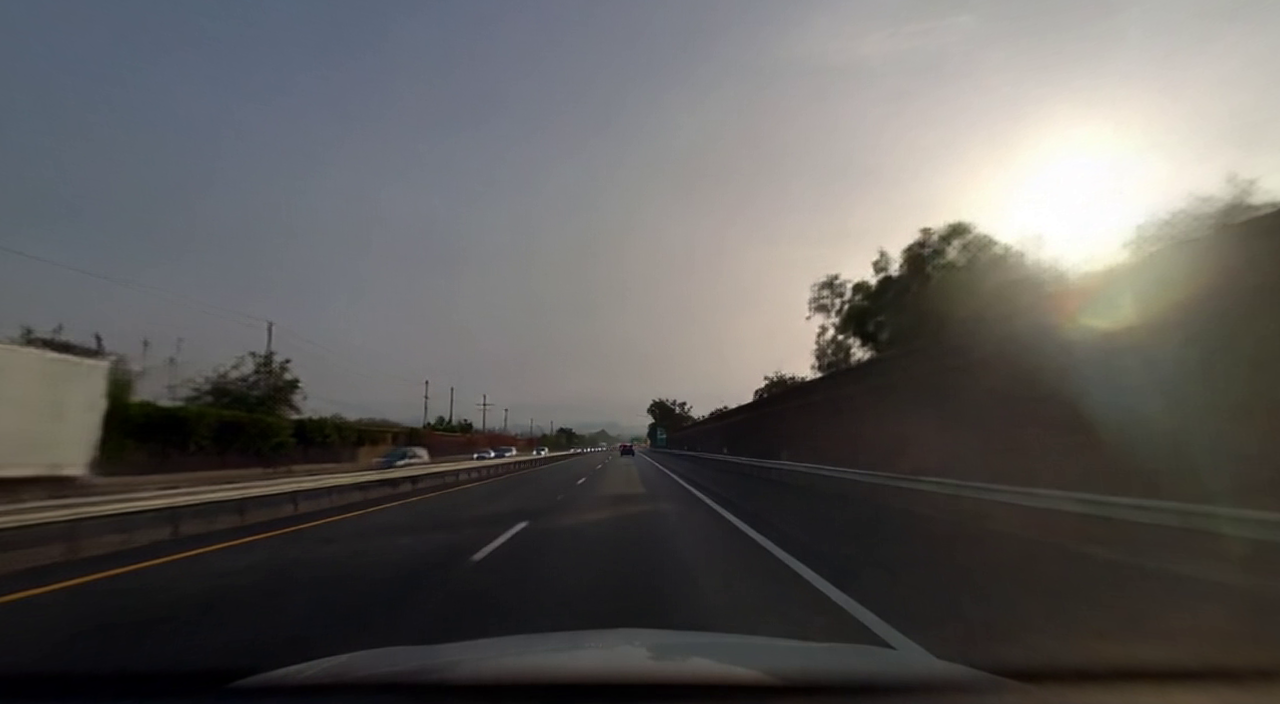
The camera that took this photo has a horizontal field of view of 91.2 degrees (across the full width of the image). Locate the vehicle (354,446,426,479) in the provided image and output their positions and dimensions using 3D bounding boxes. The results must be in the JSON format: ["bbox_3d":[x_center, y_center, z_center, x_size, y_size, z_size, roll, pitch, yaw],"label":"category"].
[{"bbox_3d":[-13.442,5.940,34.010,2.103,1.607,4.448,0,-9,-1],"label":"vehicle"}]

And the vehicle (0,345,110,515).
[{"bbox_3d":[-17.171,1.333,11.515,3.040,4.147,13.999,0,-9,-2],"label":"vehicle"}]
